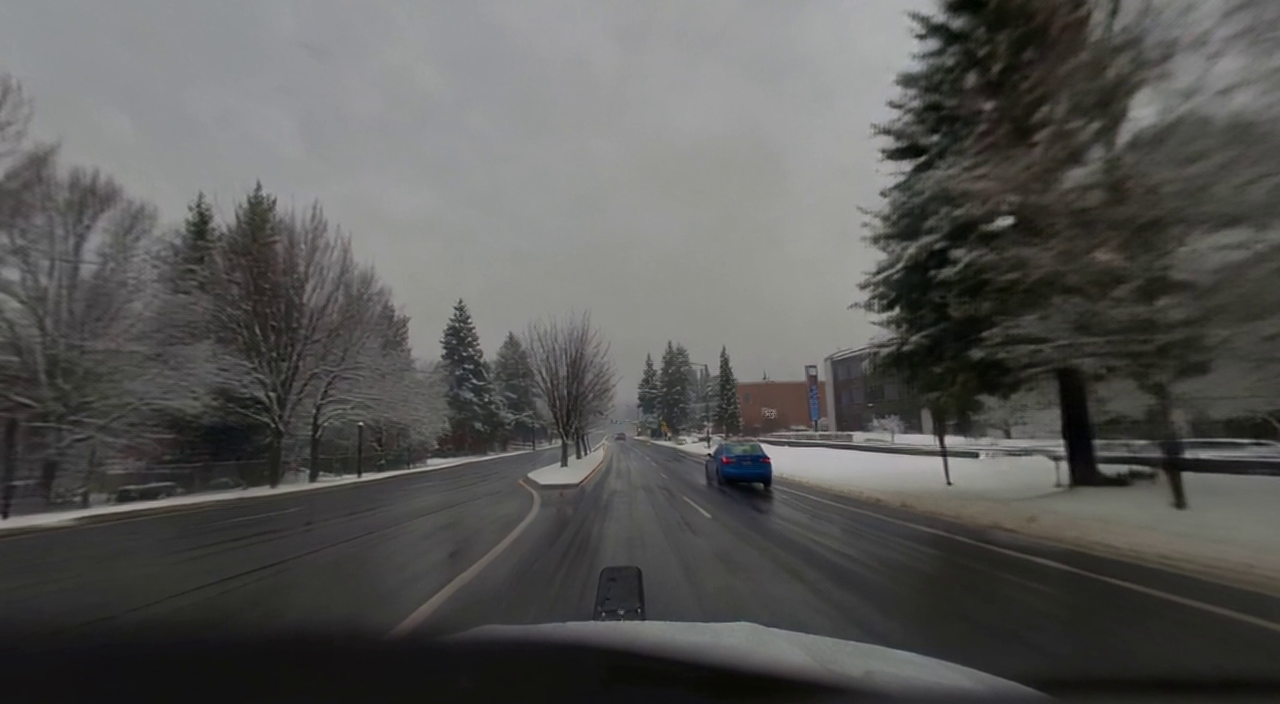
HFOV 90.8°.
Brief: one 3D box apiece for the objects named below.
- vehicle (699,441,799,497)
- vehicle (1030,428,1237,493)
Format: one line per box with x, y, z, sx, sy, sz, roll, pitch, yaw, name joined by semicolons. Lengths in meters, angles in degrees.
3.193;3.546;19.580;2.114;1.493;4.430;0;-9;-3;vehicle
19.913;4.446;25.730;6.229;1.865;2.595;-4;-15;-6;vehicle
